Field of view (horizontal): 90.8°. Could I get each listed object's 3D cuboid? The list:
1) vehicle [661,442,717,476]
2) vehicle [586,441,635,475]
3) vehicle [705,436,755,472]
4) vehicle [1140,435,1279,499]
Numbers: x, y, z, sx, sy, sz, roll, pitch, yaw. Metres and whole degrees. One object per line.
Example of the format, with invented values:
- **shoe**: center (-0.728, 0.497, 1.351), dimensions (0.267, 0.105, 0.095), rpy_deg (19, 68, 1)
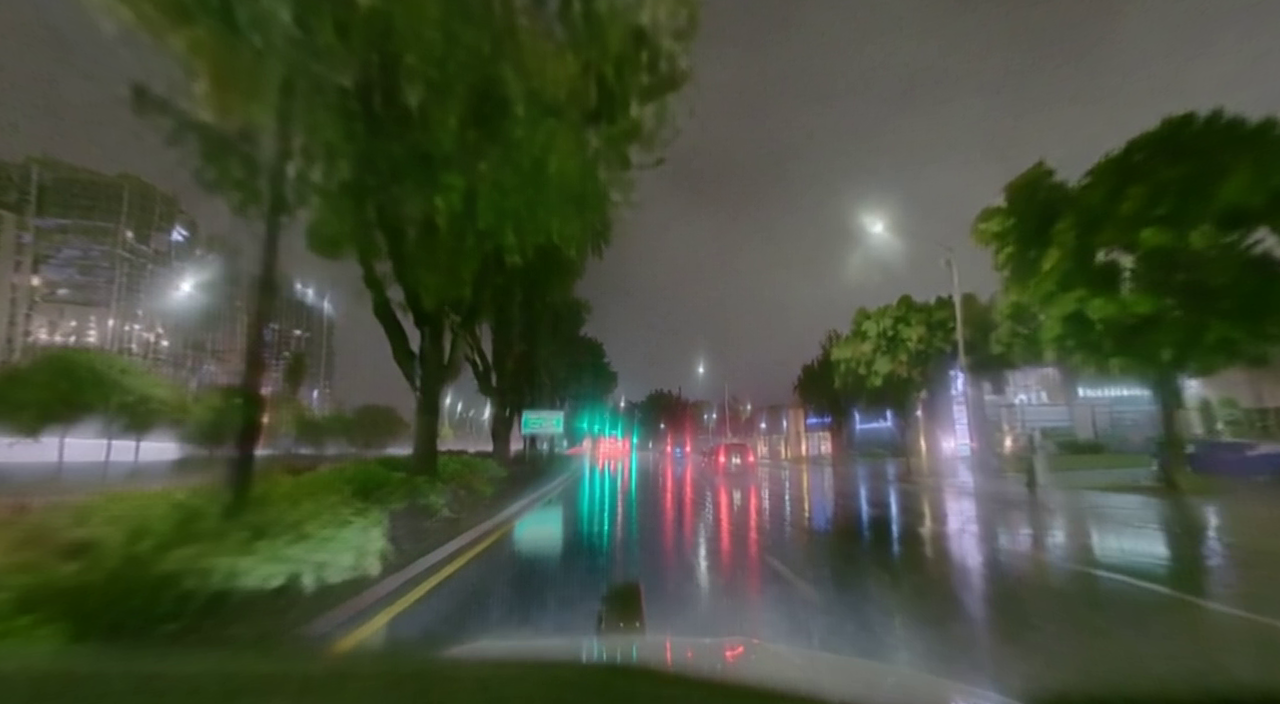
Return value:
- **vehicle**: center (2.305, 5.174, 30.877), dimensions (1.993, 1.477, 4.240), rpy_deg (0, -8, -5)
- **vehicle**: center (-1.437, 4.936, 29.590), dimensions (2.101, 1.444, 4.248), rpy_deg (0, -8, -4)
- **vehicle**: center (5.392, 6.183, 38.546), dimensions (2.052, 1.990, 4.736), rpy_deg (0, -8, -4)
- **vehicle**: center (20.372, 3.796, 21.222), dimensions (2.150, 1.966, 5.027), rpy_deg (3, -9, -23)
